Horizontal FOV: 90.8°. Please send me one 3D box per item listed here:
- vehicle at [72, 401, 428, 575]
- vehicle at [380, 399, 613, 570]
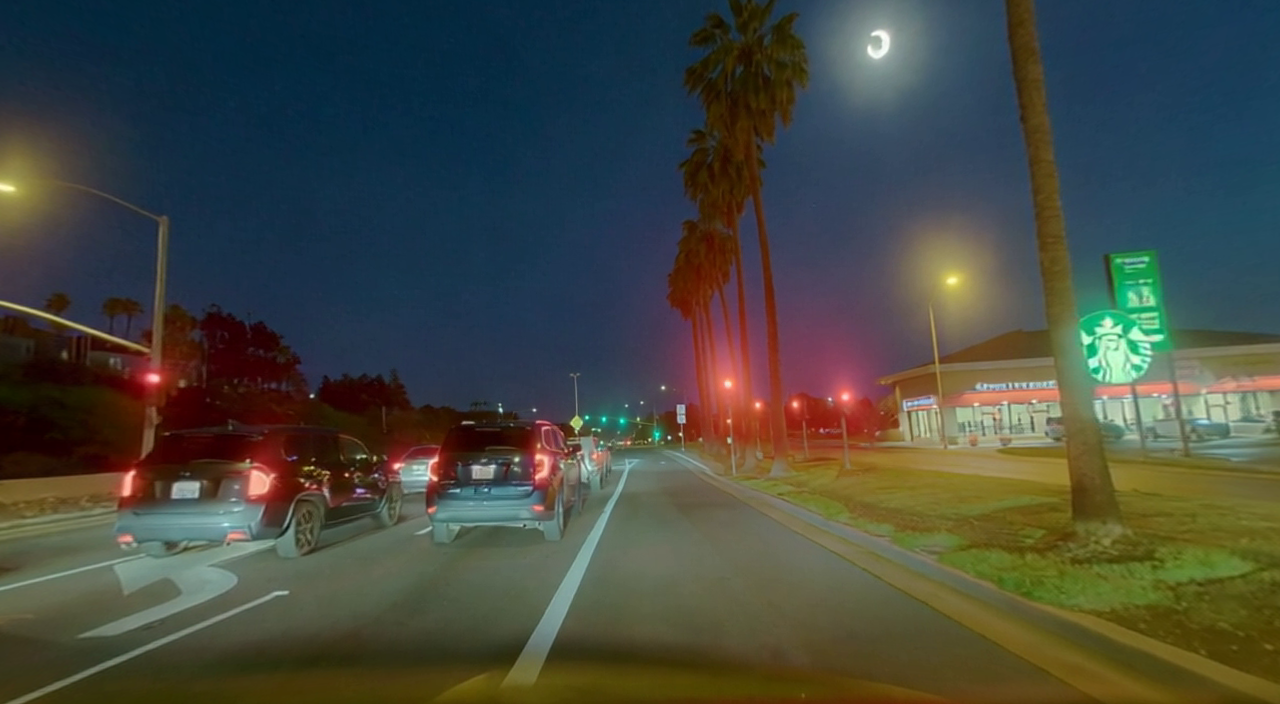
[{"bbox_3d":[-5.021,1.826,9.264,2.025,1.862,4.804,0,-9,1],"label":"vehicle"},{"bbox_3d":[-1.584,1.705,8.804,2.153,1.759,4.320,0,-9,1],"label":"vehicle"}]
